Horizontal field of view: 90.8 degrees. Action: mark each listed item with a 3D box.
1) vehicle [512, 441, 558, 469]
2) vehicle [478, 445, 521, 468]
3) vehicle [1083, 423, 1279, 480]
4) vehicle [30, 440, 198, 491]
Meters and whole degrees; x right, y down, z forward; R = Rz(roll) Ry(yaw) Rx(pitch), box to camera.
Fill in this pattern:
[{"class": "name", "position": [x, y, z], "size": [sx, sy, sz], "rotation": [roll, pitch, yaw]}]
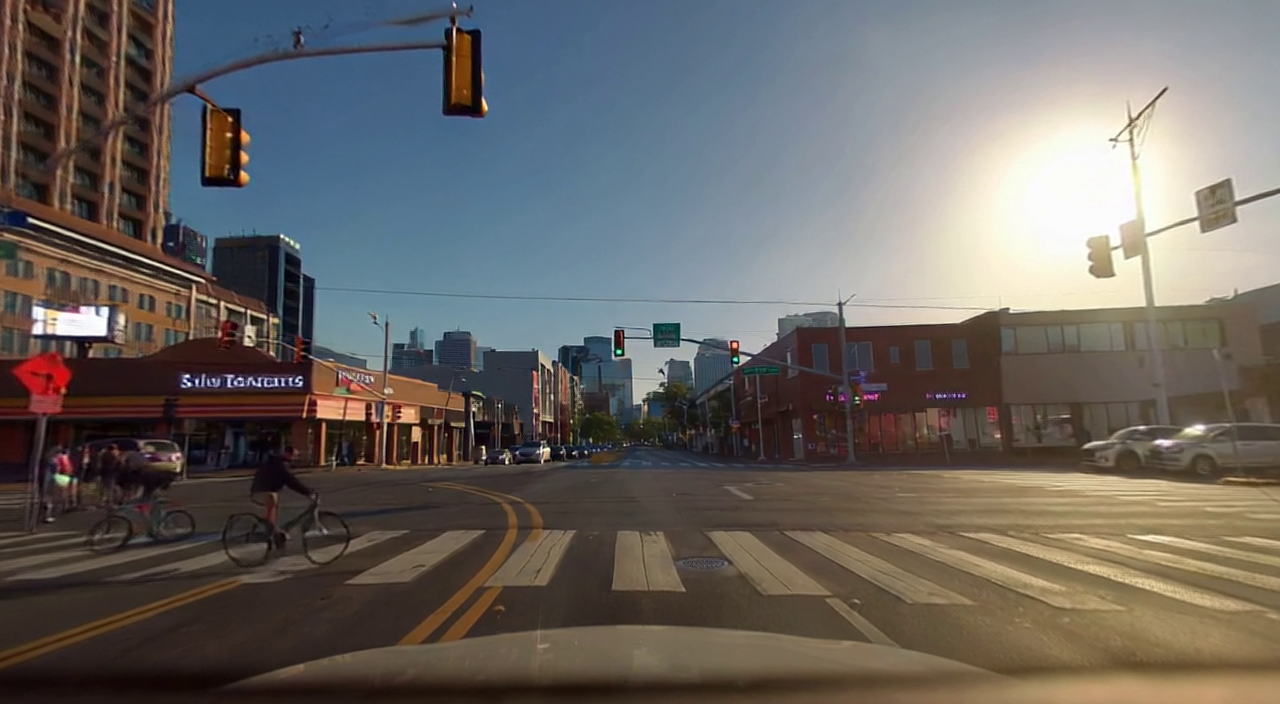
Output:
[{"class": "vehicle", "position": [-6.813, 6.739, 41.513], "size": [2.181, 1.703, 4.512], "rotation": [-1, -9, 1]}, {"class": "vehicle", "position": [-9.882, 7.409, 44.860], "size": [2.106, 1.505, 4.228], "rotation": [0, -9, -1]}, {"class": "vehicle", "position": [15.405, 2.753, 17.518], "size": [4.651, 1.463, 1.880], "rotation": [-2, -9, 9]}, {"class": "vehicle", "position": [-21.158, 4.532, 25.517], "size": [5.161, 1.910, 2.275], "rotation": [-2, -9, 11]}]
